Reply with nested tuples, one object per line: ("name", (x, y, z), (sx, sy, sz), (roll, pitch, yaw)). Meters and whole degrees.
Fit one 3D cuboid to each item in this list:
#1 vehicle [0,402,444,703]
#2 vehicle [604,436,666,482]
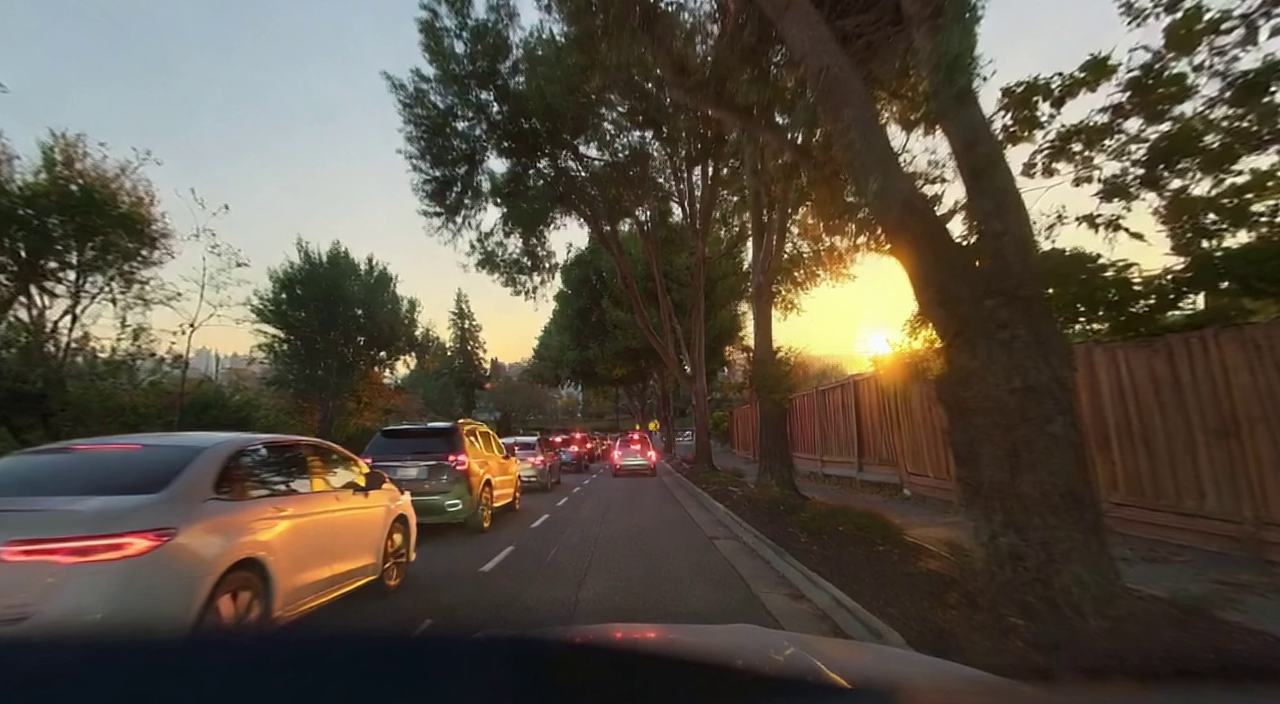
("vehicle", (-3.027, 1.222, 4.256), (1.966, 1.472, 4.305), (0, -8, 1))
("vehicle", (-0.148, 3.728, 22.259), (1.995, 1.460, 3.865), (0, -8, 0))
